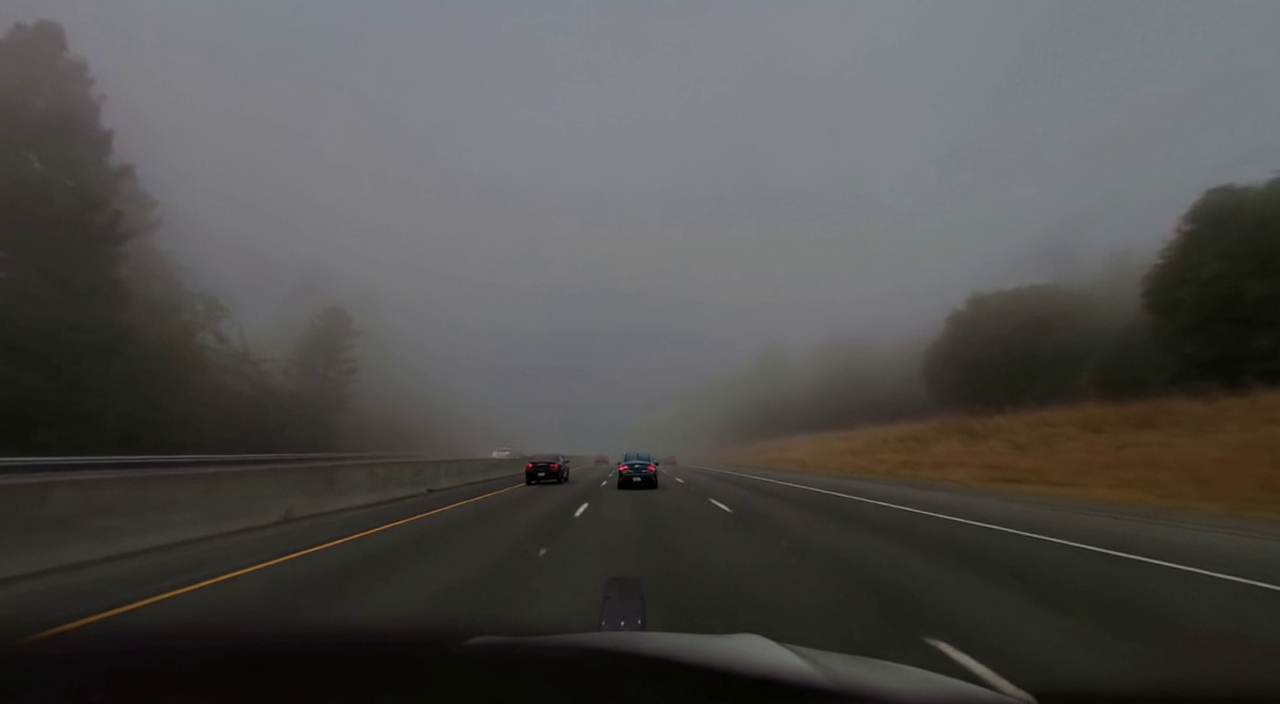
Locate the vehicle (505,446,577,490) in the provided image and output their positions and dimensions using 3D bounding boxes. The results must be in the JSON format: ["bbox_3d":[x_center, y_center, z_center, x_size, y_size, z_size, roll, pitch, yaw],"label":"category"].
[{"bbox_3d":[-3.897,4.655,25.592,2.153,1.581,4.375,0,-9,0],"label":"vehicle"}]

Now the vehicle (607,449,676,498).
[{"bbox_3d":[0.017,3.857,20.469,2.023,1.400,4.028,0,-9,-1],"label":"vehicle"}]
